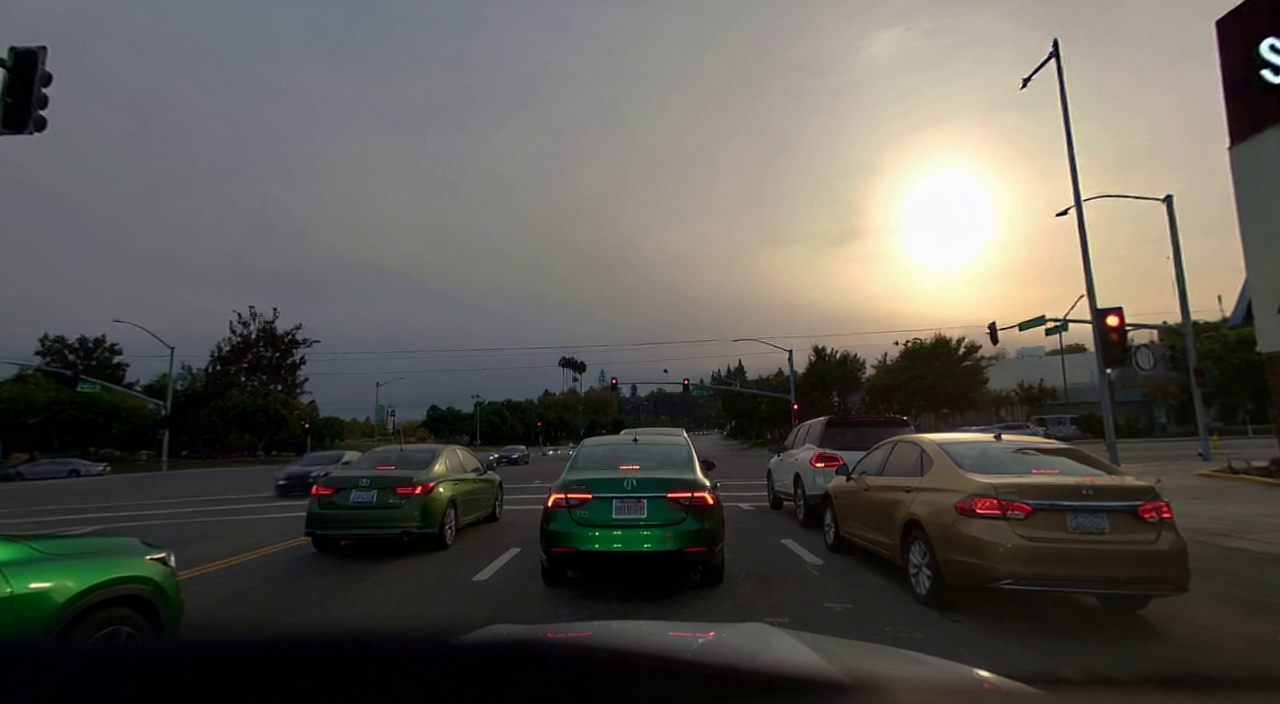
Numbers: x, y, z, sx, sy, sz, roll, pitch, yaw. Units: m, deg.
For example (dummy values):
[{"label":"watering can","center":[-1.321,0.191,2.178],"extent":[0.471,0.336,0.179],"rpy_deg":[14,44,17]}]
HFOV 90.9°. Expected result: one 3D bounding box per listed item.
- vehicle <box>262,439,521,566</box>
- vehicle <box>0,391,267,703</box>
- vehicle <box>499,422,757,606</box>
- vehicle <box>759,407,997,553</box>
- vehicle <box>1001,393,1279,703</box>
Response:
[{"label":"vehicle","center":[-3.307,2.072,9.543],"extent":[1.995,1.436,4.373],"rpy_deg":[-1,-8,2]},{"label":"vehicle","center":[-3.483,0.847,1.836],"extent":[2.016,1.547,4.414],"rpy_deg":[0,-8,1]},{"label":"vehicle","center":[-0.134,1.649,7.363],"extent":[2.140,1.499,4.119],"rpy_deg":[0,-8,-1]},{"label":"vehicle","center":[3.300,1.866,9.818],"extent":[1.992,1.744,4.183],"rpy_deg":[0,-8,-1]},{"label":"vehicle","center":[3.942,0.974,3.099],"extent":[1.800,1.519,4.198],"rpy_deg":[0,-8,0]}]
